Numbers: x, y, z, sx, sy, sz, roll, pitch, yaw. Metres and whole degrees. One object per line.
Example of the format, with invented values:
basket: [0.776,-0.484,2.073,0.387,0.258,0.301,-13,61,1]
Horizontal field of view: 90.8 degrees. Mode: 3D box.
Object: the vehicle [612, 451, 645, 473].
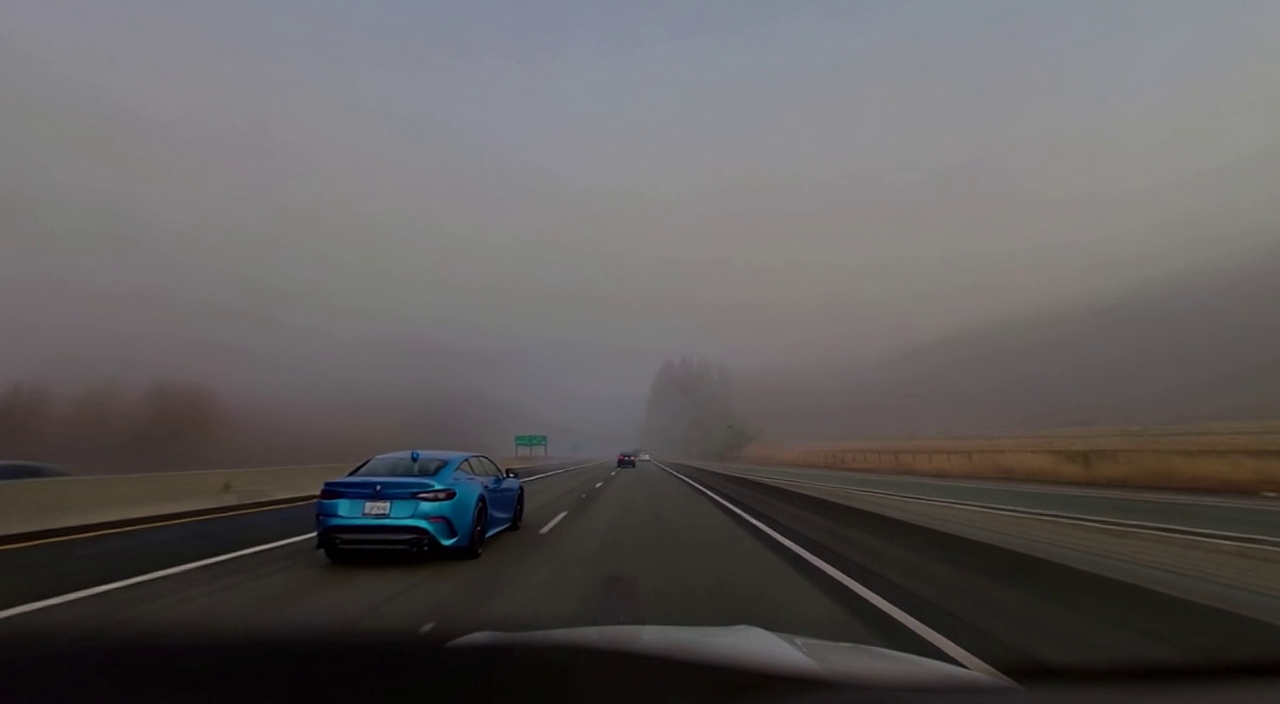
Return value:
vehicle: [-0.767,7.739,44.628,2.170,1.451,4.584,0,-9,0]
